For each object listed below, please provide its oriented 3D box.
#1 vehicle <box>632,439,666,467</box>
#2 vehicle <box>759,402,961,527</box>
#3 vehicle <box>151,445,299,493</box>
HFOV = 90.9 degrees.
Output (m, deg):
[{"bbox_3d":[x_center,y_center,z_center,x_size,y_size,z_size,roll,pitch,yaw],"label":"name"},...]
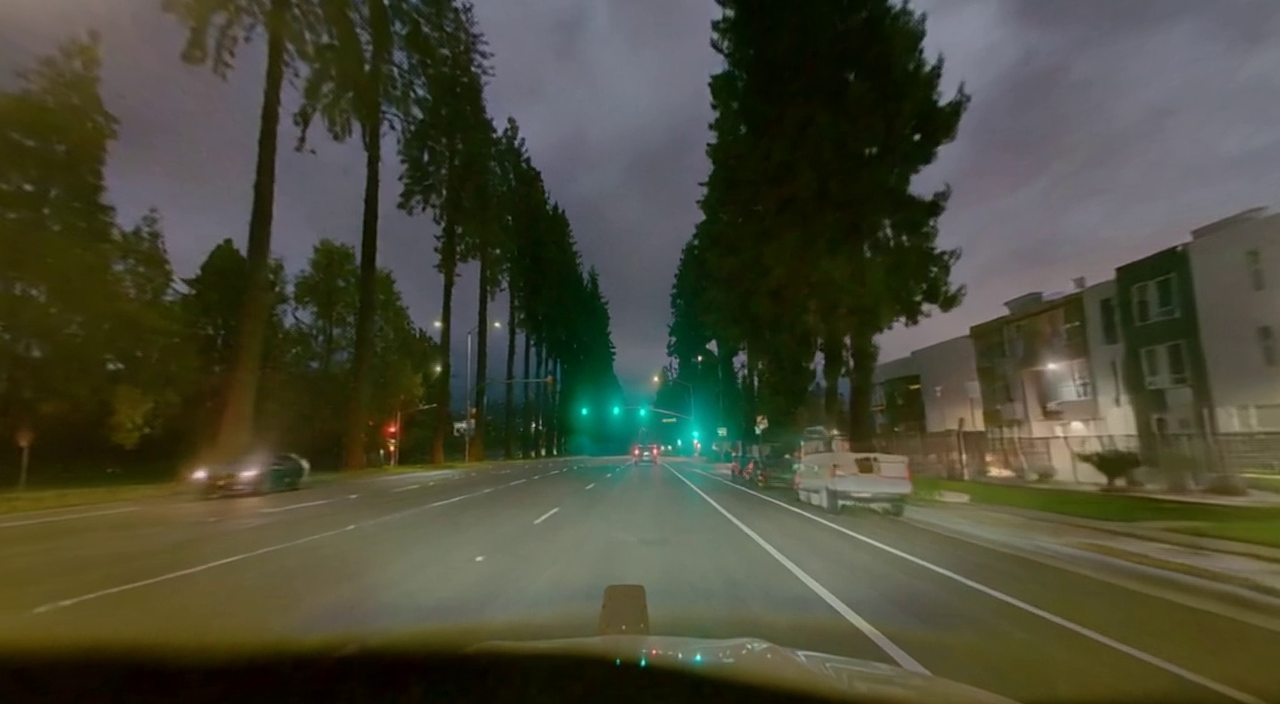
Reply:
[{"bbox_3d":[0.595,6.808,42.583,2.169,1.751,4.276,0,-8,1],"label":"vehicle"},{"bbox_3d":[4.321,2.371,13.908,2.162,2.080,6.515,0,-8,1],"label":"vehicle"},{"bbox_3d":[-14.278,4.014,22.116,1.960,1.487,4.632,0,-8,1],"label":"vehicle"}]
